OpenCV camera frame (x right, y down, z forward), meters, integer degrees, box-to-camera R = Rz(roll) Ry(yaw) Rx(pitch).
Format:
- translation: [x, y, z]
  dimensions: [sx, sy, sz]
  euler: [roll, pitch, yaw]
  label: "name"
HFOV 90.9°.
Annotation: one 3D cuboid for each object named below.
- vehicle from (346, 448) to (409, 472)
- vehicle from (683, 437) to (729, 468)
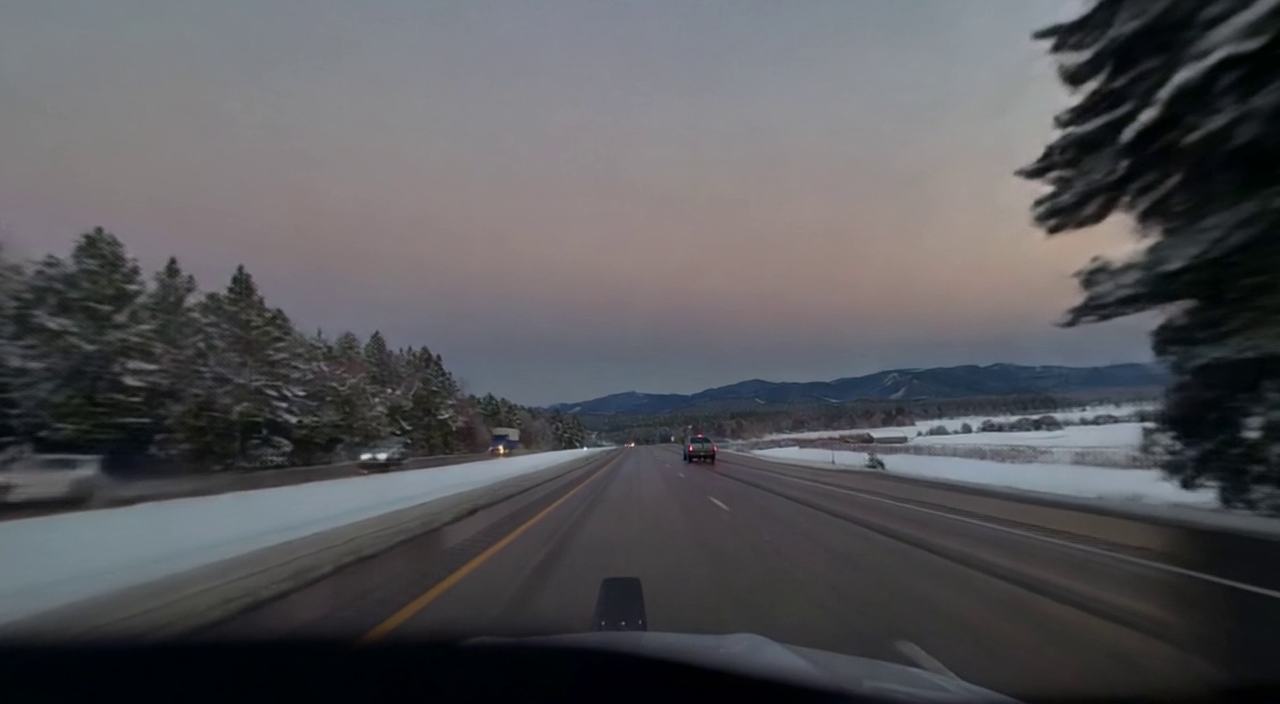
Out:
- translation: [-17.394, 7.168, 42.071]
  dimensions: [2.239, 1.462, 4.480]
  euler: [-1, -9, 0]
  label: "vehicle"
- translation: [3.720, 5.771, 36.228]
  dimensions: [2.157, 1.640, 4.056]
  euler: [-1, -9, 0]
  label: "vehicle"
